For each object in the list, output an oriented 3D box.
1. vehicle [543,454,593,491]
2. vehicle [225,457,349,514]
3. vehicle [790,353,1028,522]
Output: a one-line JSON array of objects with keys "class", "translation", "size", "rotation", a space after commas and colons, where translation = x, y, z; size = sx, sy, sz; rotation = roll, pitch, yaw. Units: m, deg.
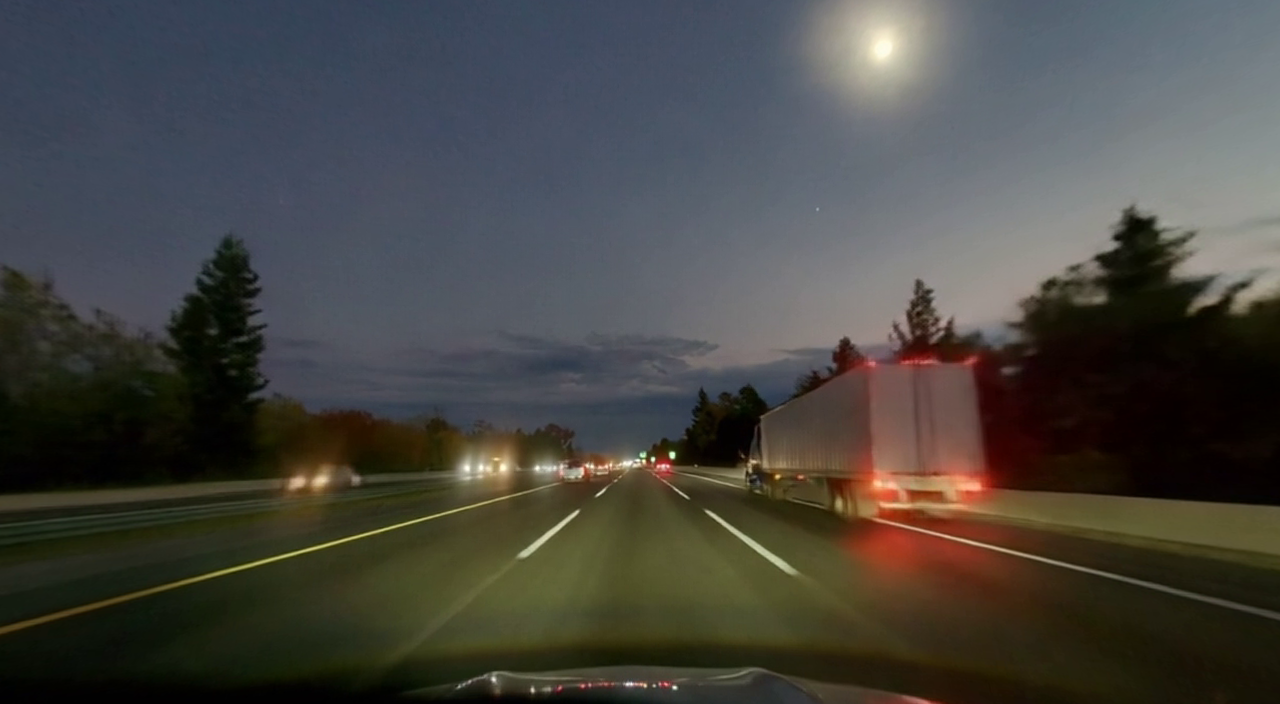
[{"class": "vehicle", "translation": [-3.991, 6.837, 35.839], "size": [2.272, 1.873, 4.832], "rotation": [1, -10, 0]}, {"class": "vehicle", "translation": [-11.842, 4.488, 21.487], "size": [1.891, 1.730, 3.977], "rotation": [1, -10, -1]}, {"class": "vehicle", "translation": [7.542, 3.012, 19.851], "size": [3.235, 4.088, 9.243], "rotation": [0, -12, 0]}]
